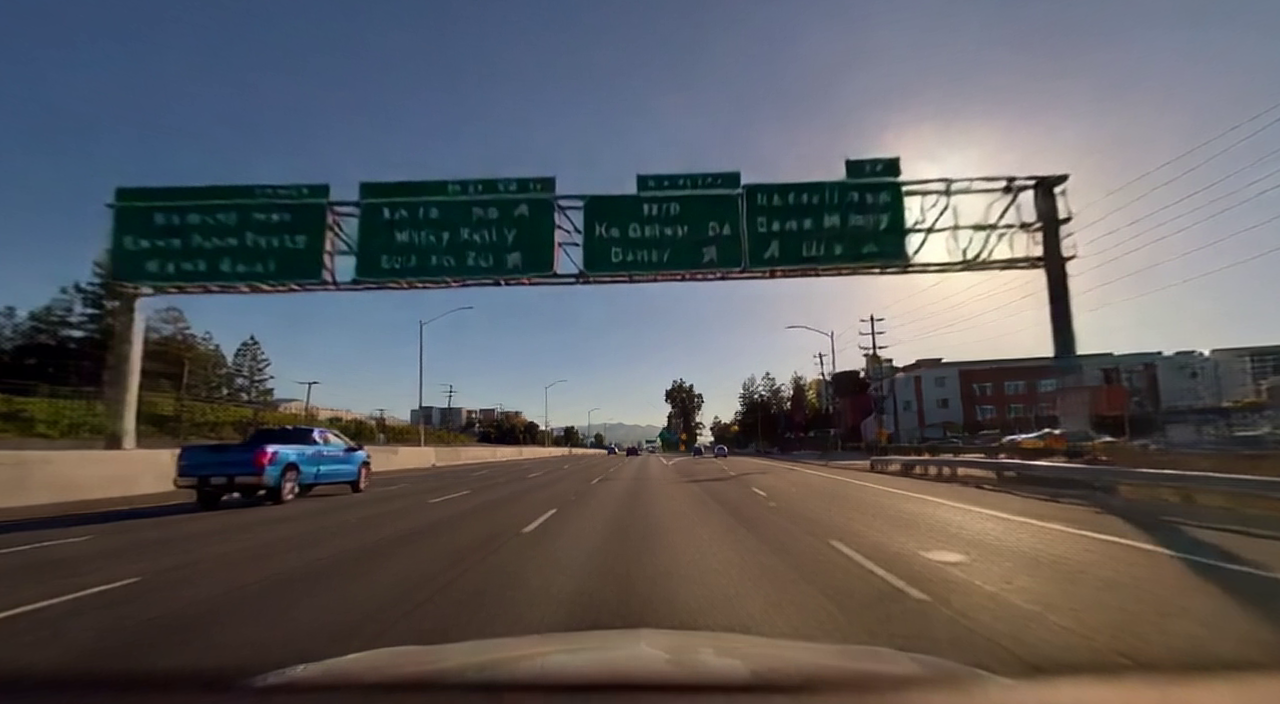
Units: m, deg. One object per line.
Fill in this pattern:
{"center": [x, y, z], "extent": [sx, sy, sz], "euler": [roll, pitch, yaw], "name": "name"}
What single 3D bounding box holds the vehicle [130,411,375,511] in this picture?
{"center": [-9.968, 2.889, 17.134], "extent": [2.667, 2.213, 6.081], "euler": [0, -8, 1], "name": "vehicle"}
